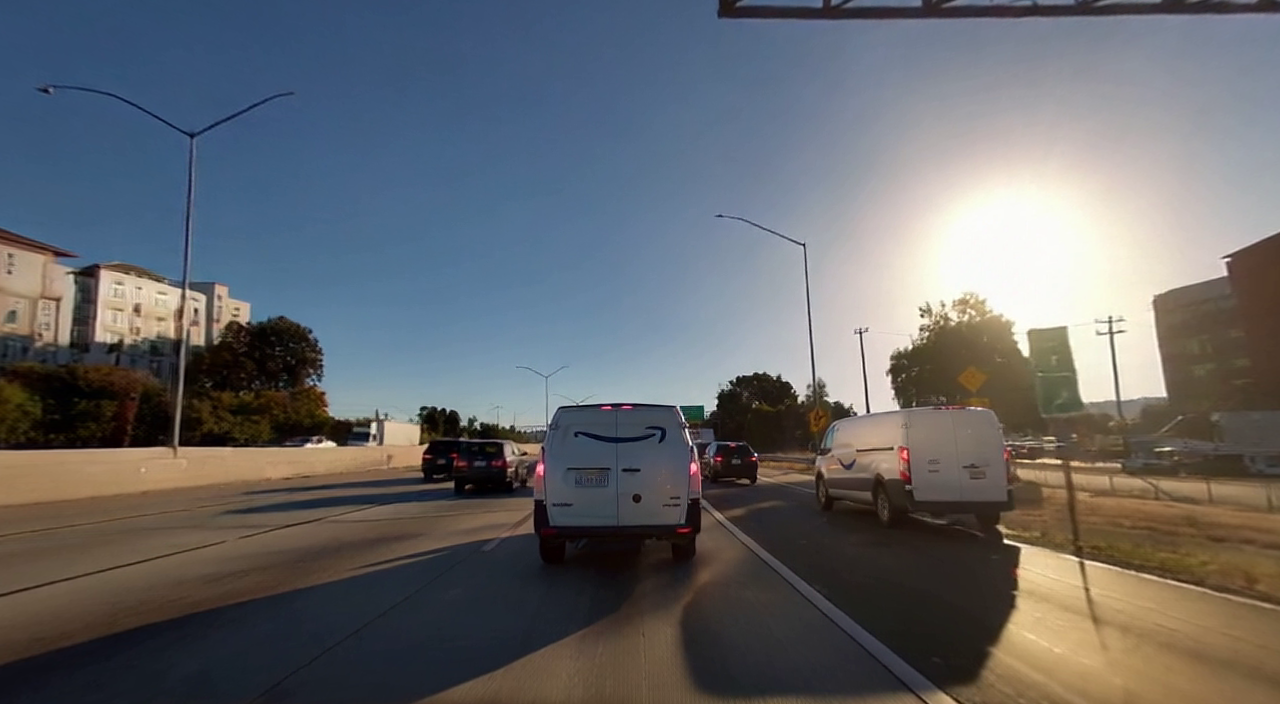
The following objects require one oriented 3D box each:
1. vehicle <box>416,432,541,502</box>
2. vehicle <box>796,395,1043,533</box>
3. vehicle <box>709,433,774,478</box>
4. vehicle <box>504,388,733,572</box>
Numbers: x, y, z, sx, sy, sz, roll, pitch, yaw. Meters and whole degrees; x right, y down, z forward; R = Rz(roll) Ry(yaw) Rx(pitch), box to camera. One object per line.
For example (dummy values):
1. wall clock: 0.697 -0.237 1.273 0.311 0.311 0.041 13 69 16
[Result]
1. vehicle: -3.895 2.859 16.082 1.983 1.496 4.371 0 -9 1
2. vehicle: 4.767 2.036 11.970 2.179 1.999 5.331 1 -9 -1
3. vehicle: 4.209 4.373 26.868 2.064 1.720 4.416 0 -9 1
4. vehicle: -0.202 1.610 8.589 2.287 1.823 4.369 0 -9 0
